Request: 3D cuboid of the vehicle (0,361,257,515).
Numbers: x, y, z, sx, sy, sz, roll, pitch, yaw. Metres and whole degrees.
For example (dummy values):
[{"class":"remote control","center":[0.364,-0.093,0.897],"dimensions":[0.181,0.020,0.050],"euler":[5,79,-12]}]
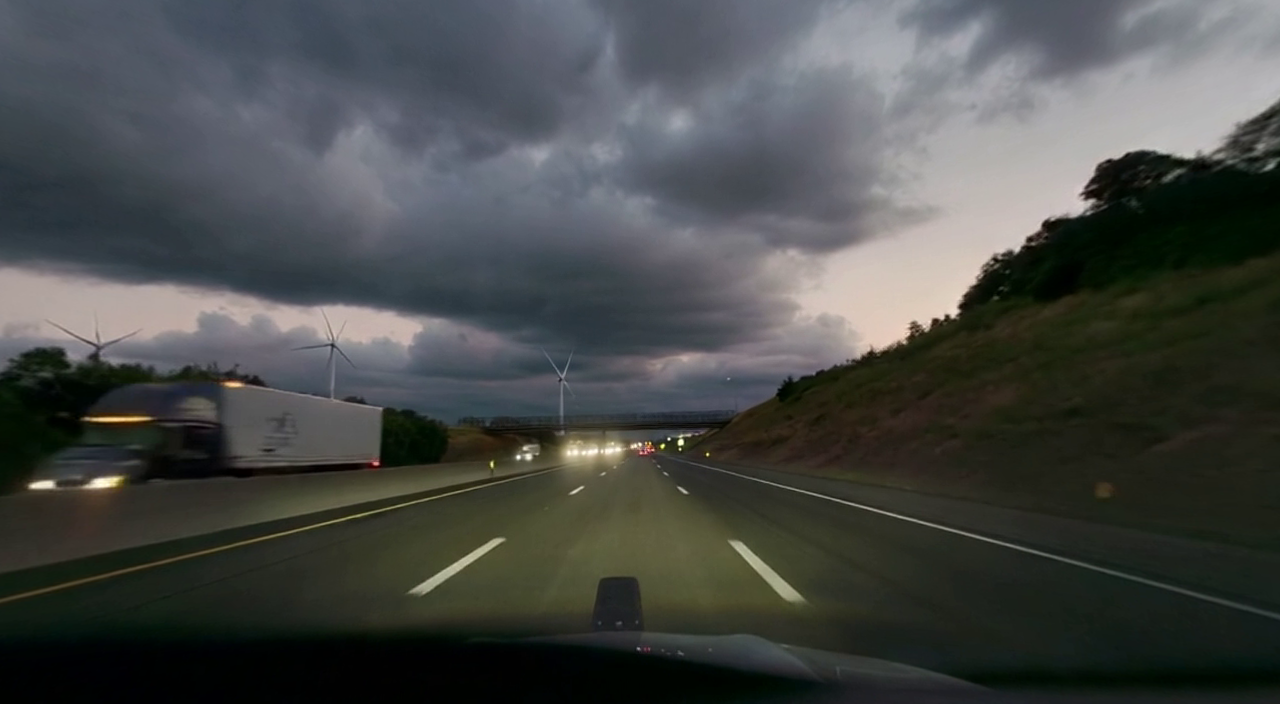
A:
[{"class":"vehicle","center":[-15.561,2.712,19.773],"dimensions":[3.154,4.039,6.070],"euler":[0,-9,-1]}]
